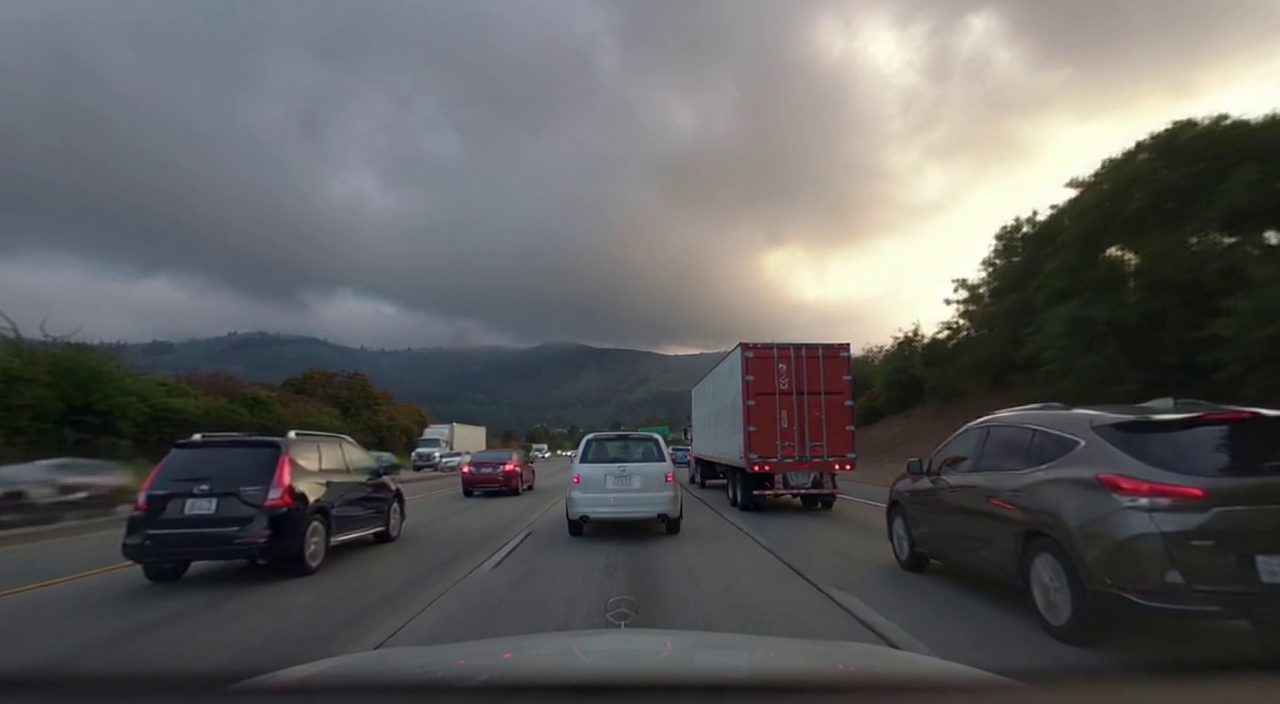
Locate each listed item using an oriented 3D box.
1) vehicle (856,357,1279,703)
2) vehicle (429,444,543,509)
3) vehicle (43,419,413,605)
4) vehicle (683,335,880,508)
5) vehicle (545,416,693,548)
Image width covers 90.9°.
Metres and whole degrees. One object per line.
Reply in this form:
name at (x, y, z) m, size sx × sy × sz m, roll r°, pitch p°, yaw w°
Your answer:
vehicle at (3.667, 1.250, 5.212) m, size 2.076 × 1.751 × 4.666 m, roll 0°, pitch -9°, yaw 0°
vehicle at (-3.958, 3.271, 16.989) m, size 1.923 × 1.503 × 4.293 m, roll 0°, pitch -9°, yaw 1°
vehicle at (-4.332, 1.710, 7.532) m, size 1.789 × 1.620 × 3.841 m, roll 0°, pitch -9°, yaw 0°
vehicle at (3.877, 2.833, 22.783) m, size 3.186 × 4.111 × 15.553 m, roll 0°, pitch -9°, yaw -1°
vehicle at (-0.306, 2.126, 10.863) m, size 2.037 × 1.792 × 4.194 m, roll 0°, pitch -9°, yaw 0°
